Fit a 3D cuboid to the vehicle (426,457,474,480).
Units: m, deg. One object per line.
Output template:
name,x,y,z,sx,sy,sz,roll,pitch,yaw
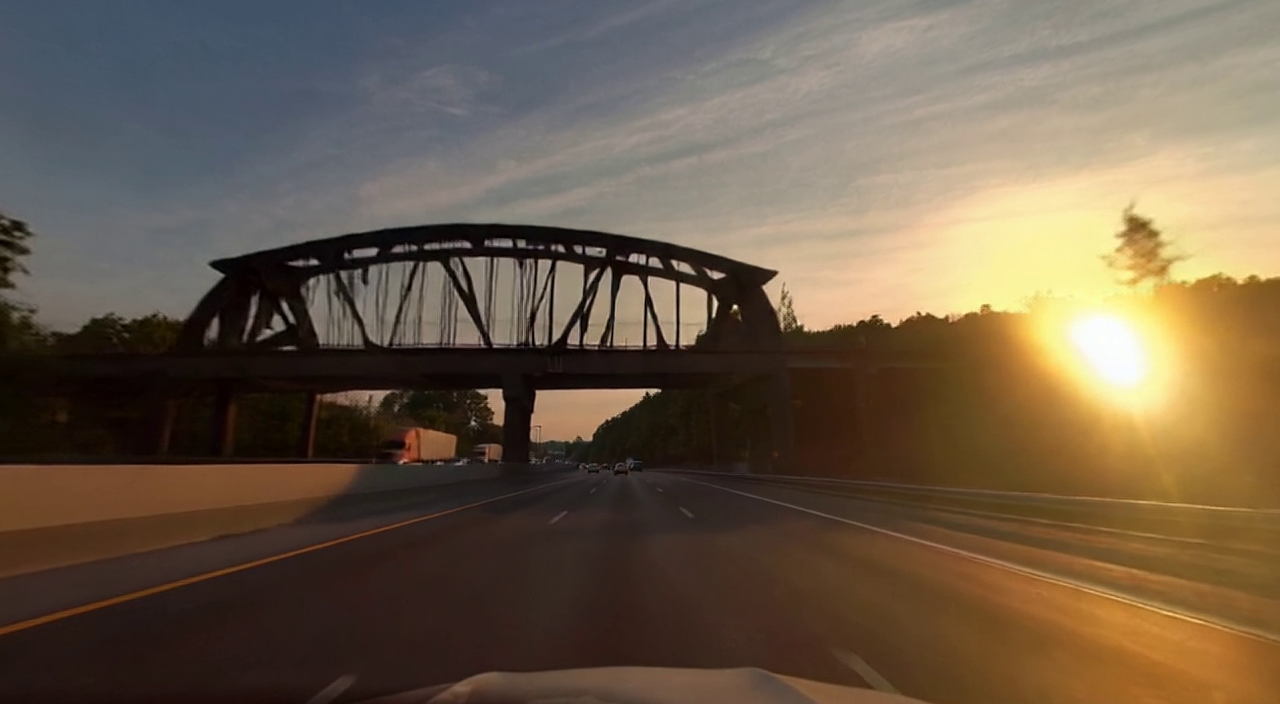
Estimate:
vehicle,-13.401,8.239,44.685,1.965,1.509,4.731,1,-10,-1
